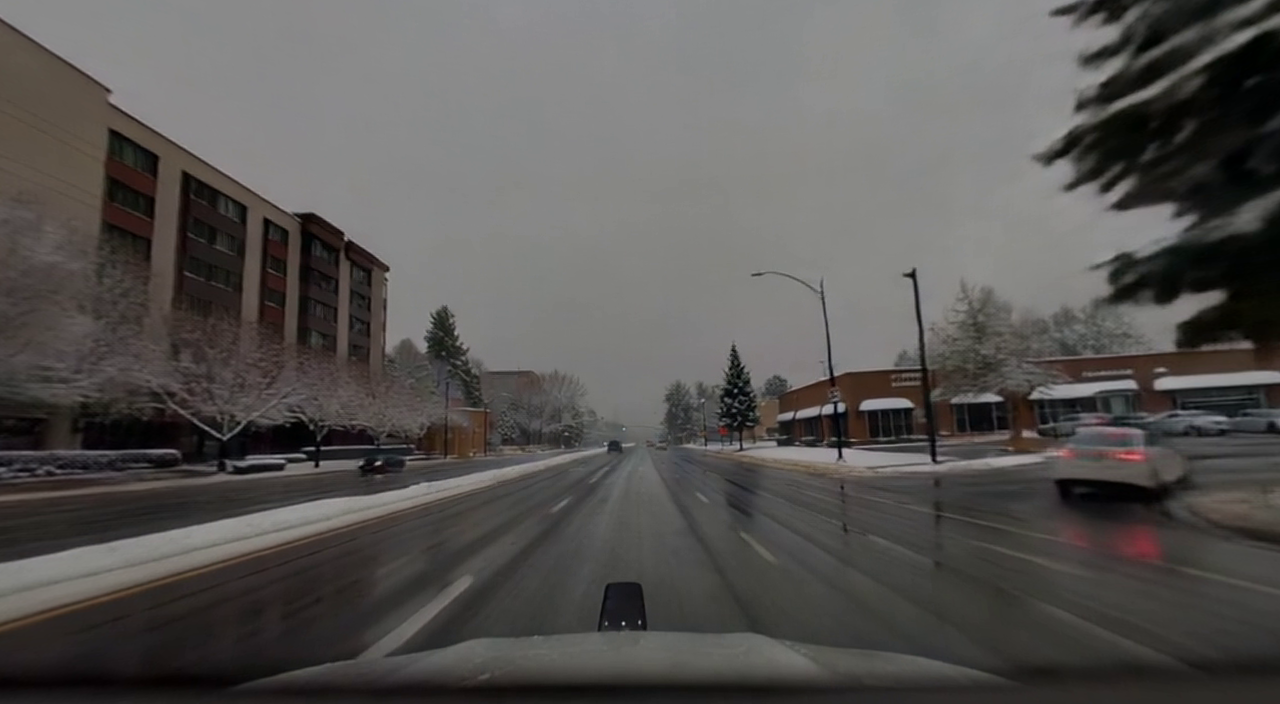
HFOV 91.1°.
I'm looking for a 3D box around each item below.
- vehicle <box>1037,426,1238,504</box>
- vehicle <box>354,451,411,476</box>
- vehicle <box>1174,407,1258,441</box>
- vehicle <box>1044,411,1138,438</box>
[{"bbox_3d":[12.768,2.832,16.072,5.061,1.696,2.129,5,-10,-29],"label":"vehicle"},{"bbox_3d":[-17.232,7.492,42.277,1.961,1.525,4.332,0,-9,1],"label":"vehicle"},{"bbox_3d":[28.304,3.607,31.033,1.797,1.498,4.412,-4,-9,26],"label":"vehicle"},{"bbox_3d":[30.260,4.929,42.317,1.979,1.592,4.711,4,-9,-23],"label":"vehicle"}]
